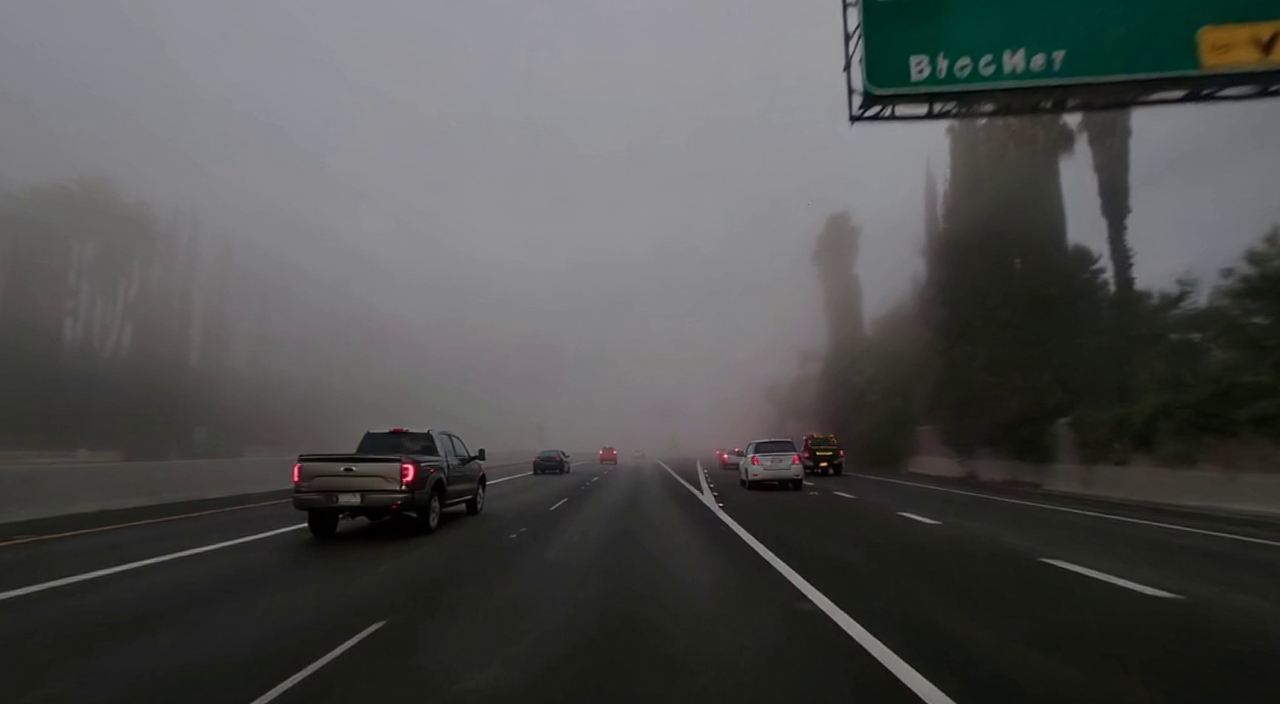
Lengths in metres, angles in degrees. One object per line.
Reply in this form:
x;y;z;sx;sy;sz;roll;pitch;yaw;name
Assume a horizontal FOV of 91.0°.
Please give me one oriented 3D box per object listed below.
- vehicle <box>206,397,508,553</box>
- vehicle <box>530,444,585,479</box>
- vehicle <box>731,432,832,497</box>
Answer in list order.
-4.175;1.990;10.906;2.420;1.937;5.916;0;-9;1;vehicle
-3.925;5.303;30.810;2.052;1.545;4.470;0;-9;1;vehicle
4.342;3.539;20.262;2.303;1.791;5.247;-1;-9;3;vehicle
